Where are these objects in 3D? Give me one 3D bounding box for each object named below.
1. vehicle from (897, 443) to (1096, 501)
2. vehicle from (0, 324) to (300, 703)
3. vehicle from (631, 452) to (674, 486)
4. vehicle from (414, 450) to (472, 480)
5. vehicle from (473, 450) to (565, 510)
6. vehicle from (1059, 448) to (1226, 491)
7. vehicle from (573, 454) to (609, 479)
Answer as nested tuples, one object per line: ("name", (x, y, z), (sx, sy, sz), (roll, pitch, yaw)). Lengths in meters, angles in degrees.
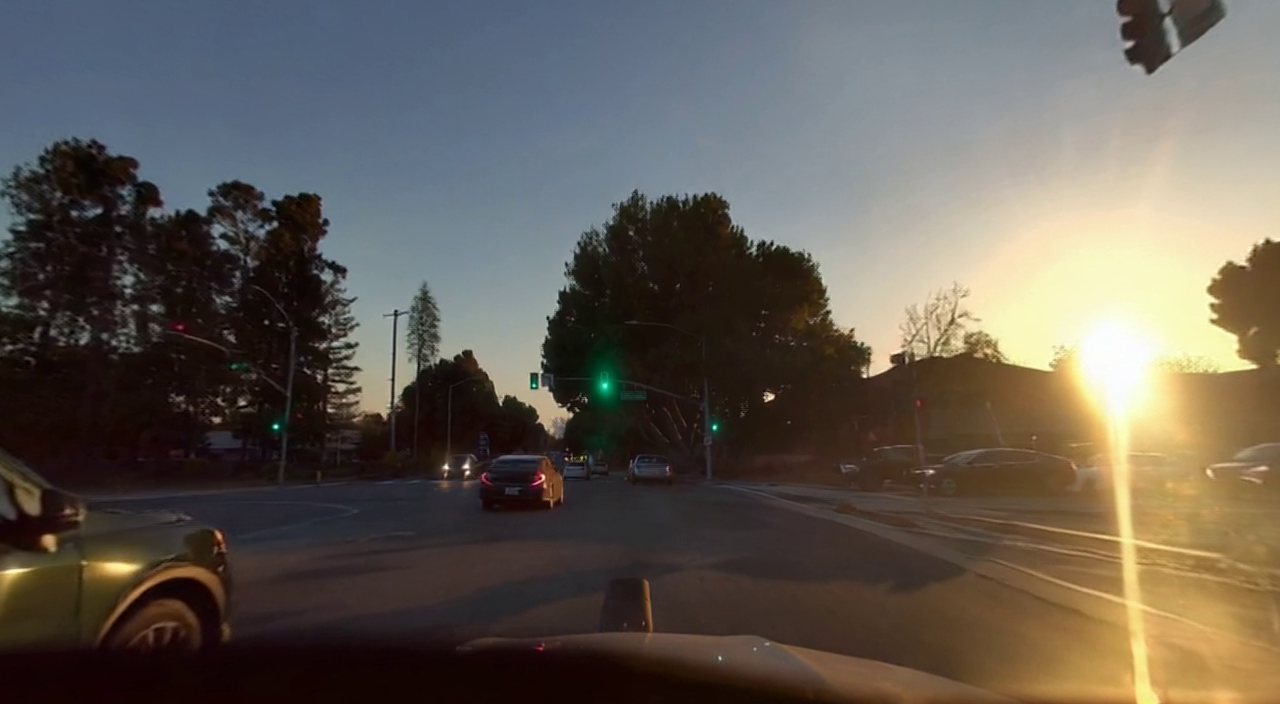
("vehicle", (10.958, 3.765, 19.697), (4.875, 1.473, 2.077), (-2, -12, -1))
("vehicle", (-3.168, 0.705, 1.402), (2.190, 1.766, 4.649), (0, -9, 0))
("vehicle", (0.611, 6.227, 33.931), (2.163, 1.678, 3.846), (0, -9, 0))
("vehicle", (-13.476, 7.713, 43.491), (2.039, 1.904, 5.701), (0, -9, 2))
("vehicle", (-3.361, 3.597, 18.182), (1.960, 1.528, 3.490), (0, -9, 0))
("vehicle", (18.717, 4.371, 23.645), (4.478, 1.495, 2.063), (0, -9, 0))
("vehicle", (-3.239, 7.676, 42.479), (2.013, 1.474, 4.393), (0, -9, 1))
